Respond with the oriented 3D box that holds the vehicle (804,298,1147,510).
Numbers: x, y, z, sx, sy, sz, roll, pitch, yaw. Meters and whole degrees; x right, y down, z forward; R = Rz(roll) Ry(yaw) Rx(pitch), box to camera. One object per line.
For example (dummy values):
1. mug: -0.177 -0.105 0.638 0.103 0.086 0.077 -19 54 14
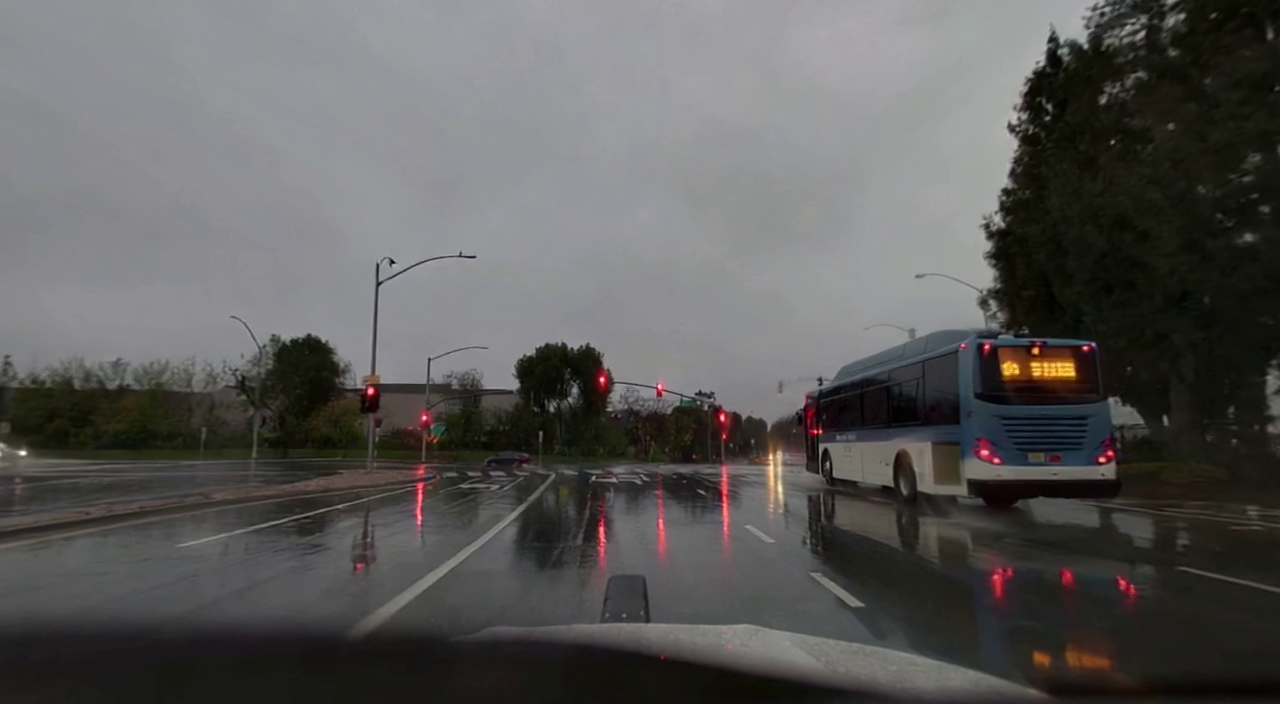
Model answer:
1. vehicle: 8.027 1.918 18.619 2.916 4.009 13.397 0 -8 1
